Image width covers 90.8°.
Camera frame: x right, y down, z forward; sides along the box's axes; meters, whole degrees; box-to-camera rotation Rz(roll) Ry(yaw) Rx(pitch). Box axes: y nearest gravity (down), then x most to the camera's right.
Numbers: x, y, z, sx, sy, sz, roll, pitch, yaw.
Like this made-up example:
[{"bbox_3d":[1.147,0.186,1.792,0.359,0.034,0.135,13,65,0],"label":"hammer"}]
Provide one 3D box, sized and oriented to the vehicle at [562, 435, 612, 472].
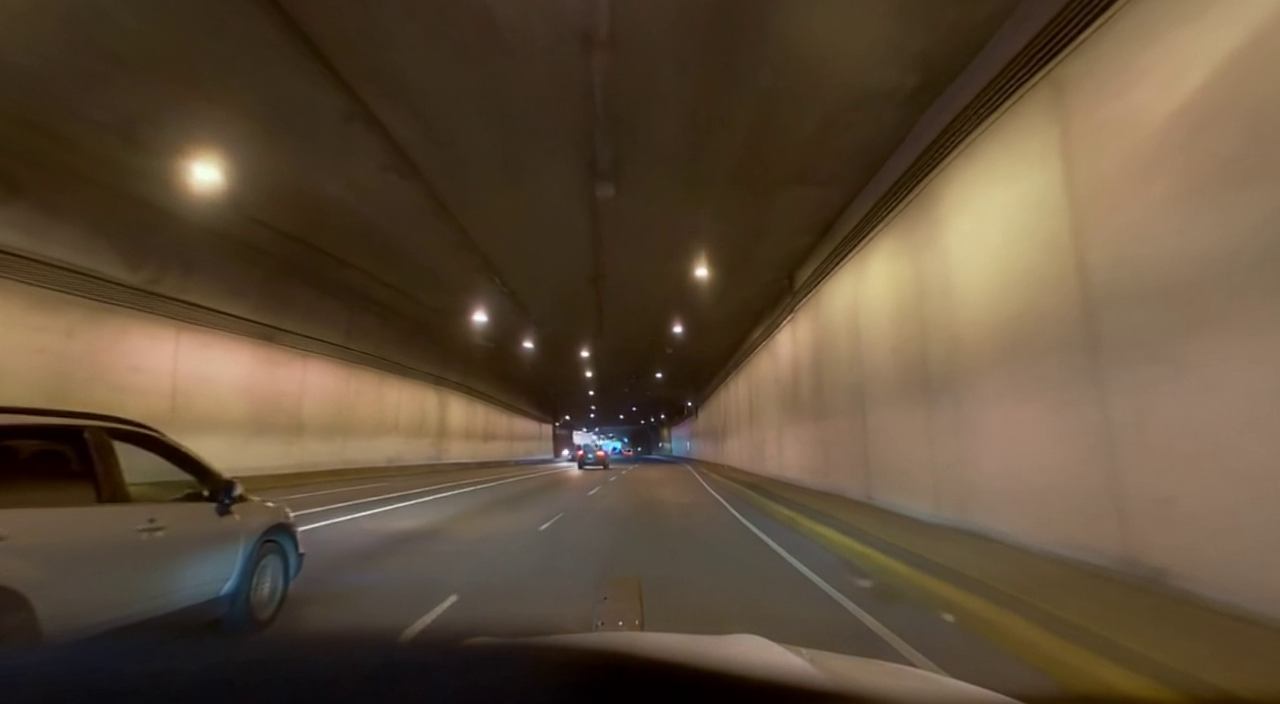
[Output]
[{"bbox_3d":[-2.552,5.062,31.696,1.961,1.725,4.315,-1,-8,2],"label":"vehicle"}]
